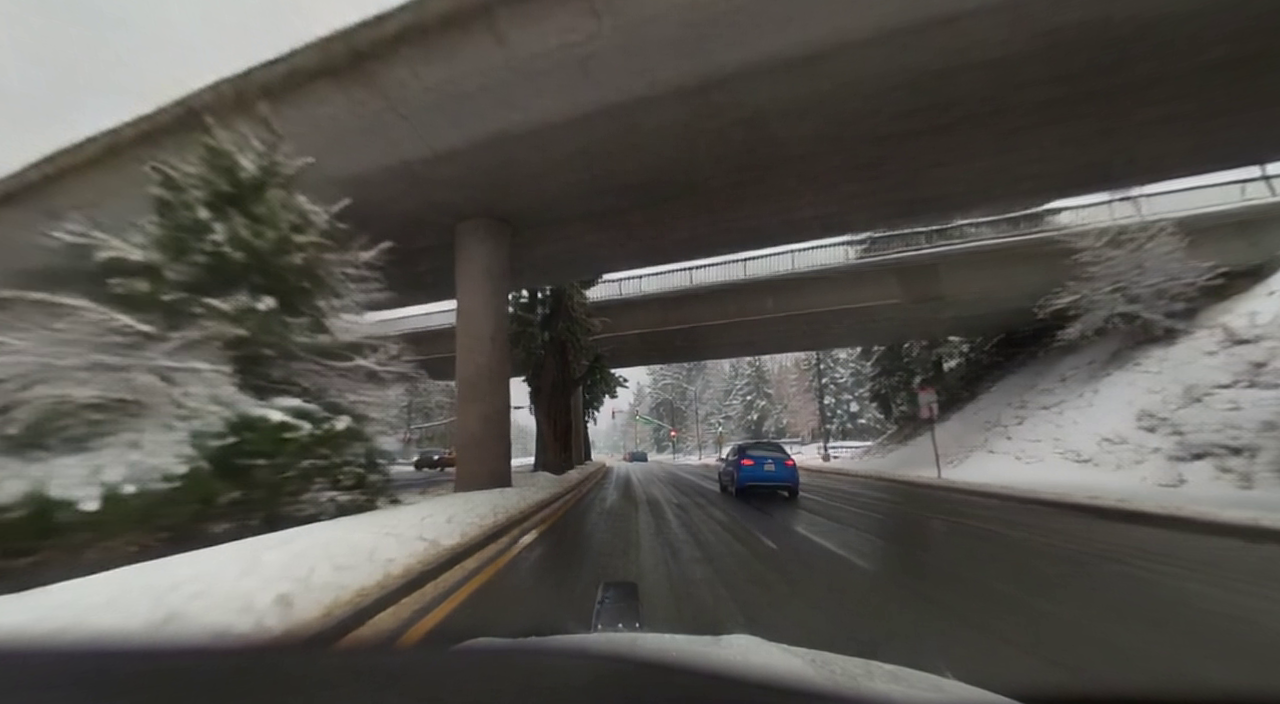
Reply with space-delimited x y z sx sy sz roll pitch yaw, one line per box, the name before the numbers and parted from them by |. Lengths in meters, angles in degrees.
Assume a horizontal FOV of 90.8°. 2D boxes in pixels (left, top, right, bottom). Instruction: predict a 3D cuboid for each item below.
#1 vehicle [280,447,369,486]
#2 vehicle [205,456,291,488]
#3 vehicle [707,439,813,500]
vehicle | -14.434 5.206 29.201 1.912 1.632 4.326 0 -8 0
vehicle | -21.074 6.429 34.198 1.946 1.502 4.195 0 -8 0
vehicle | 3.258 3.284 18.116 2.062 1.484 4.332 0 -8 -2
